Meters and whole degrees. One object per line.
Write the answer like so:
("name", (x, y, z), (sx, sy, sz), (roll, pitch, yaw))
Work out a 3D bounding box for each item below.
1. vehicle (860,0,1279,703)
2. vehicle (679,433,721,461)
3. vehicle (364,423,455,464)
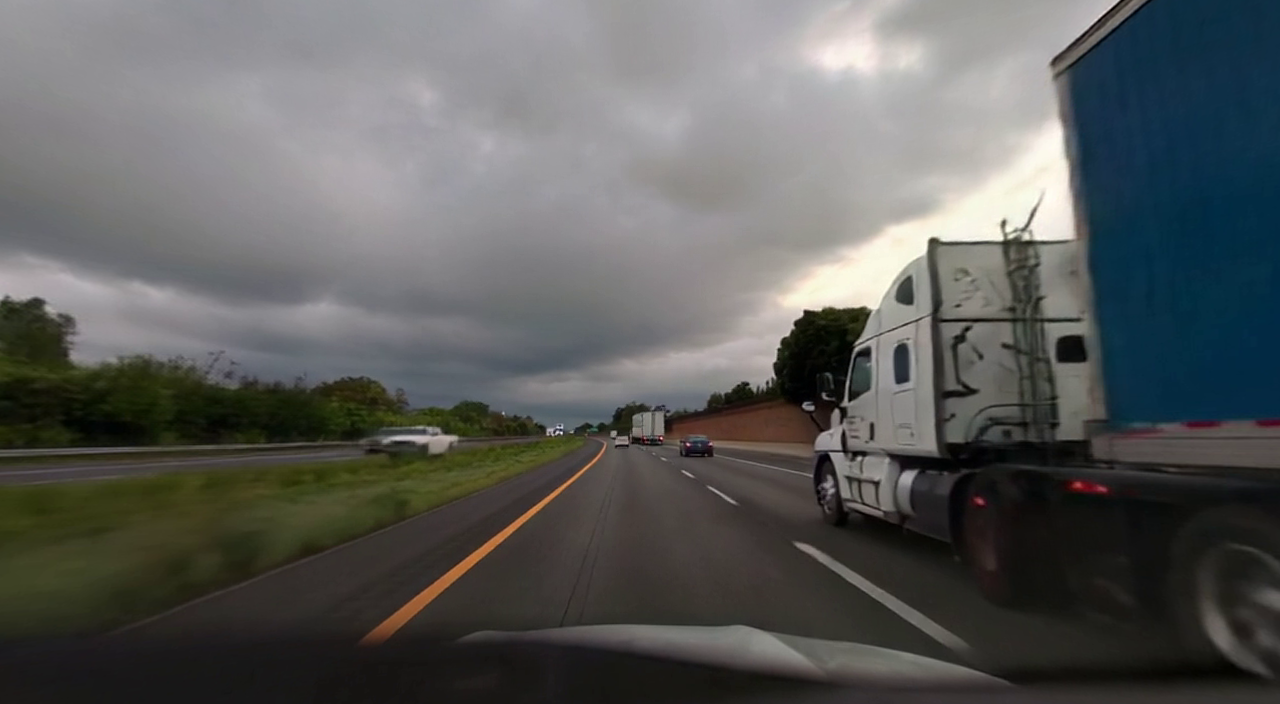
("vehicle", (4.348, -0.653, 0.661), (2.965, 4.033, 14.299), (0, -7, -1))
("vehicle", (3.339, 5.356, 35.865), (1.813, 1.454, 4.197), (0, -7, -3))
("vehicle", (-8.926, 3.578, 24.835), (1.989, 1.462, 4.329), (0, -7, -1))
